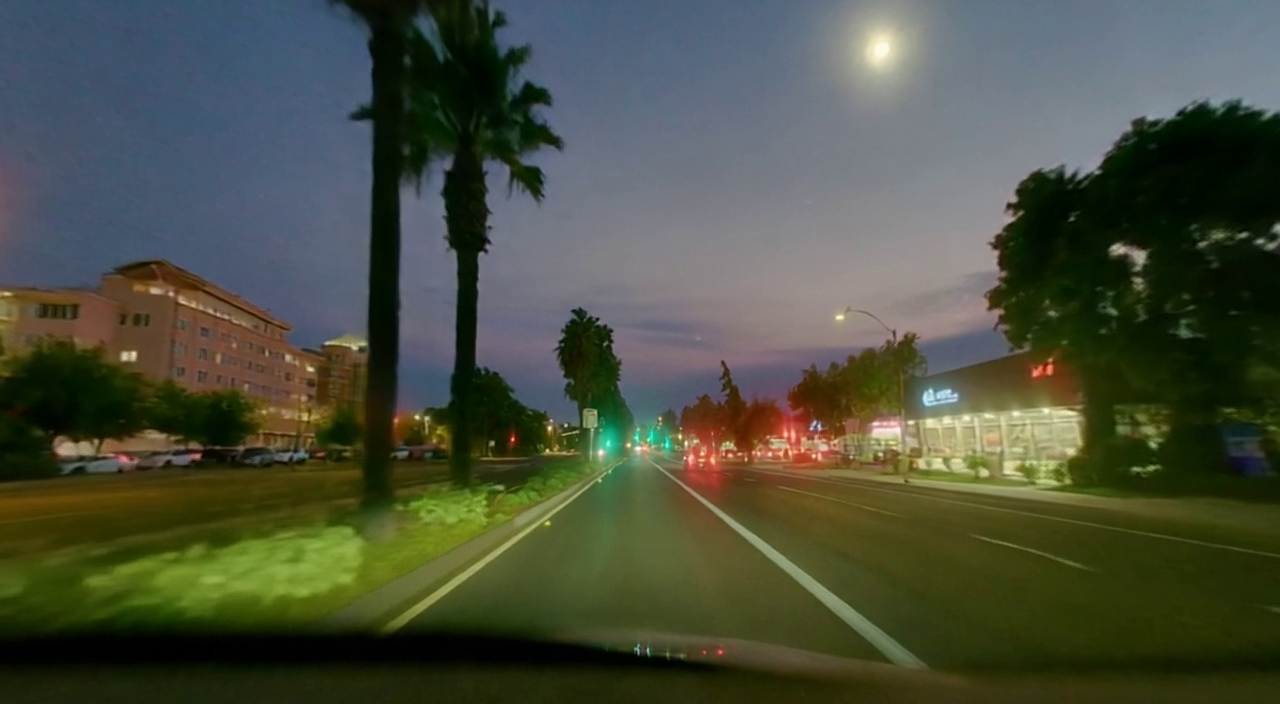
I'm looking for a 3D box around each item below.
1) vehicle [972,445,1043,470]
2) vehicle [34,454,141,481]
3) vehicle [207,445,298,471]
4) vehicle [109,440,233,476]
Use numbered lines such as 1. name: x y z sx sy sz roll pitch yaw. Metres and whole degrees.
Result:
1. vehicle: 24.153 6.920 41.569 1.881 1.509 4.448 0 -9 -3
2. vehicle: -31.182 6.507 35.603 4.223 1.444 1.814 0 -9 -3
3. vehicle: -30.587 8.390 49.840 5.493 1.979 2.437 0 -9 -2
4. vehicle: -32.029 7.228 43.126 6.216 2.077 2.806 2 -8 2
